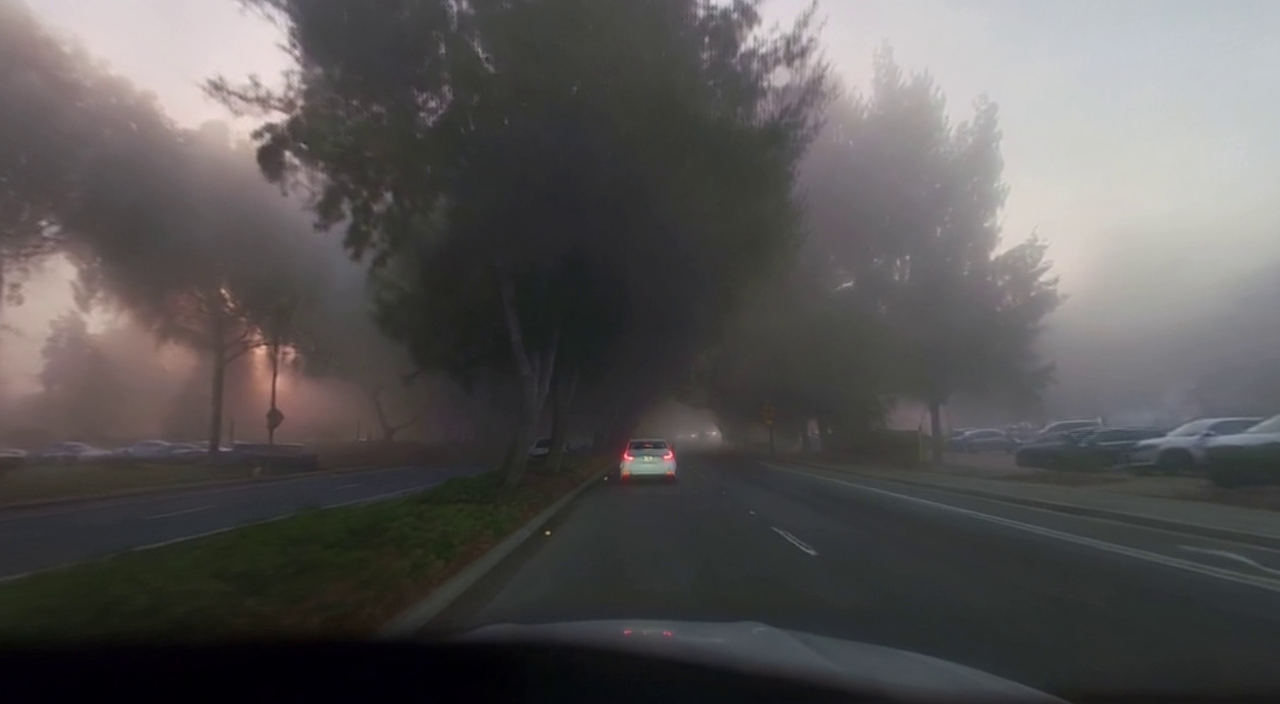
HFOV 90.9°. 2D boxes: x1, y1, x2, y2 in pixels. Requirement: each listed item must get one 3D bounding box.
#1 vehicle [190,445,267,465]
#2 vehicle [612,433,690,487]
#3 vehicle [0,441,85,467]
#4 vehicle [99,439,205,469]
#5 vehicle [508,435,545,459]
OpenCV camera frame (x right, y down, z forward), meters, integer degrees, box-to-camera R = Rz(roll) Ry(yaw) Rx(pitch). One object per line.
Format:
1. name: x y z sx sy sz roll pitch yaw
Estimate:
1. vehicle: -30.412 7.617 46.711 4.356 1.444 1.819 0 -8 -1
2. vehicle: 0.256 3.174 18.858 2.093 1.442 3.977 0 -8 -1
3. vehicle: -42.399 7.207 44.580 4.334 1.769 1.975 0 -8 -2
4. vehicle: -30.123 6.313 39.042 4.764 1.786 2.091 0 -8 0
5. vehicle: -8.848 7.442 49.600 2.131 1.778 4.912 0 -8 -1
